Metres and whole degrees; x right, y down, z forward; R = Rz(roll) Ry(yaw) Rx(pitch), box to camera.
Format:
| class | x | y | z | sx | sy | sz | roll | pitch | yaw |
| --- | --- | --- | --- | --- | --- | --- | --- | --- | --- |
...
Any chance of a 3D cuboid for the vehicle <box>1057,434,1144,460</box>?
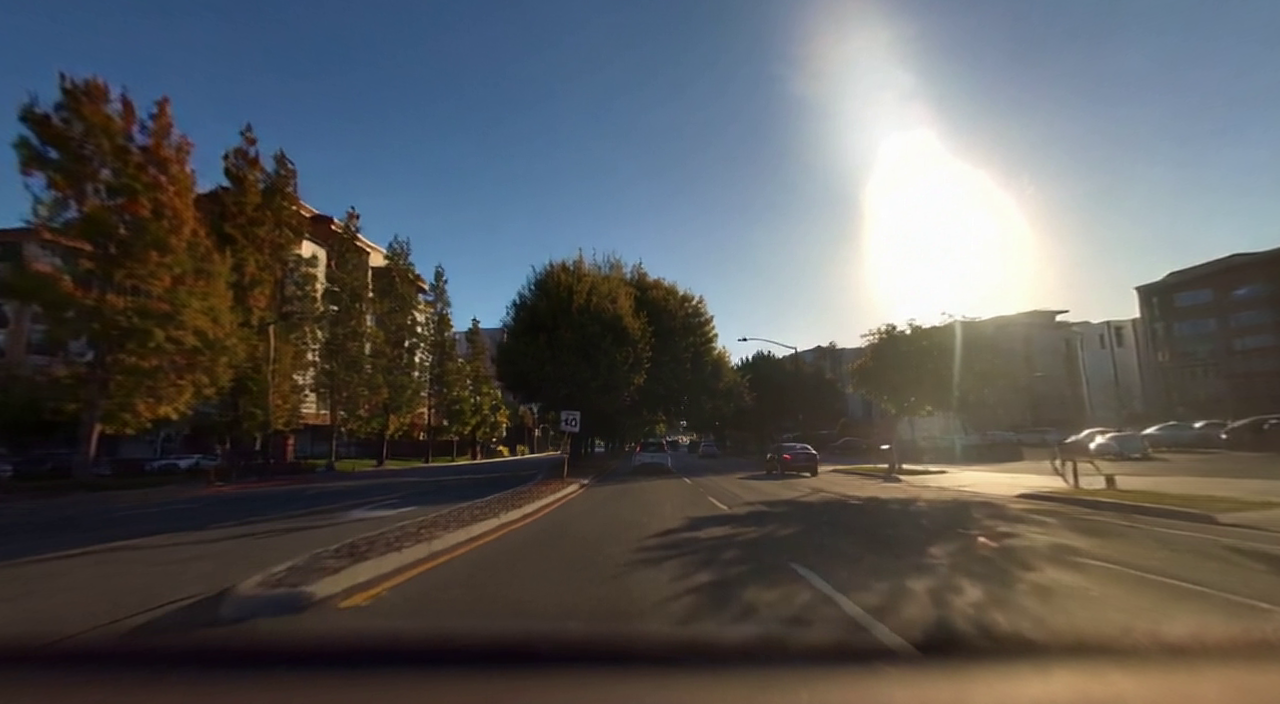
| class | x | y | z | sx | sy | sz | roll | pitch | yaw |
| --- | --- | --- | --- | --- | --- | --- | --- | --- | --- |
| vehicle | 26.313 | 5.463 | 36.281 | 1.887 | 1.419 | 4.191 | 0 | -9 | 2 |

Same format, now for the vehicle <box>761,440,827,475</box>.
| class | x | y | z | sx | sy | sz | roll | pitch | yaw |
| --- | --- | --- | --- | --- | --- | --- | --- | --- | --- |
| vehicle | 7.474 | 5.142 | 31.039 | 2.029 | 1.548 | 4.422 | 0 | -8 | -1 |

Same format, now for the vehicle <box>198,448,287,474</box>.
| class | x | y | z | sx | sy | sz | roll | pitch | yaw |
| --- | --- | --- | --- | --- | --- | --- | --- | --- | --- |
| vehicle | -26.537 | 7.257 | 42.288 | 4.541 | 1.676 | 2.063 | 0 | -8 | 1 |

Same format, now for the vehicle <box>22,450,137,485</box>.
| class | x | y | z | sx | sy | sz | roll | pitch | yaw |
| --- | --- | --- | --- | --- | --- | --- | --- | --- | --- |
| vehicle | -29.938 | 6.169 | 33.863 | 4.251 | 1.598 | 1.925 | -2 | -10 | -3 |

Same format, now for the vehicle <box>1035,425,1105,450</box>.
| class | x | y | z | sx | sy | sz | roll | pitch | yaw |
| --- | --- | --- | --- | --- | --- | --- | --- | --- | --- |
| vehicle | 30.359 | 6.117 | 44.803 | 2.138 | 1.531 | 4.436 | -3 | -11 | 6 |

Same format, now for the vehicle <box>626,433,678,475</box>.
| class | x | y | z | sx | sy | sz | roll | pitch | yaw |
| --- | --- | --- | --- | --- | --- | --- | --- | --- | --- |
| vehicle | 0.460 | 4.738 | 29.634 | 2.227 | 1.794 | 4.457 | 0 | -8 | -2 |

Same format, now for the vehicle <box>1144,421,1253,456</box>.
| class | x | y | z | sx | sy | sz | roll | pitch | yaw |
| --- | --- | --- | --- | --- | --- | --- | --- | --- | --- |
| vehicle | 31.729 | 4.968 | 36.152 | 1.924 | 1.809 | 4.977 | -1 | -8 | 4 |
